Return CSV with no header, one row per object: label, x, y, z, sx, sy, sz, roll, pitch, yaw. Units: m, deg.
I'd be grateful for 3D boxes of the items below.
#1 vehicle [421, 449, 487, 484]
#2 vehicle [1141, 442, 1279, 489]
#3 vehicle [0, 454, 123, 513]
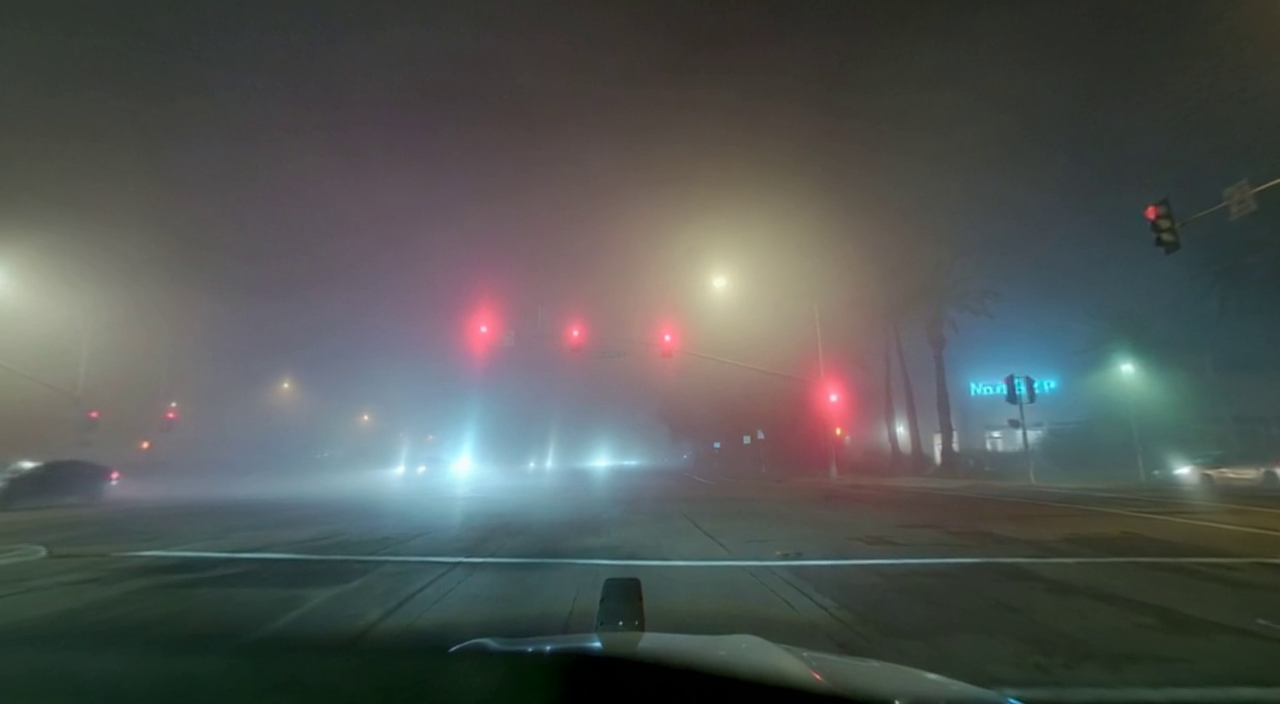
vehicle,-9.647,5.960,33.224,2.074,1.681,4.417,0,-9,0
vehicle,22.267,4.289,24.000,4.533,1.676,2.236,0,-9,-1
vehicle,-17.614,3.662,17.849,1.874,1.467,4.768,0,-9,1
